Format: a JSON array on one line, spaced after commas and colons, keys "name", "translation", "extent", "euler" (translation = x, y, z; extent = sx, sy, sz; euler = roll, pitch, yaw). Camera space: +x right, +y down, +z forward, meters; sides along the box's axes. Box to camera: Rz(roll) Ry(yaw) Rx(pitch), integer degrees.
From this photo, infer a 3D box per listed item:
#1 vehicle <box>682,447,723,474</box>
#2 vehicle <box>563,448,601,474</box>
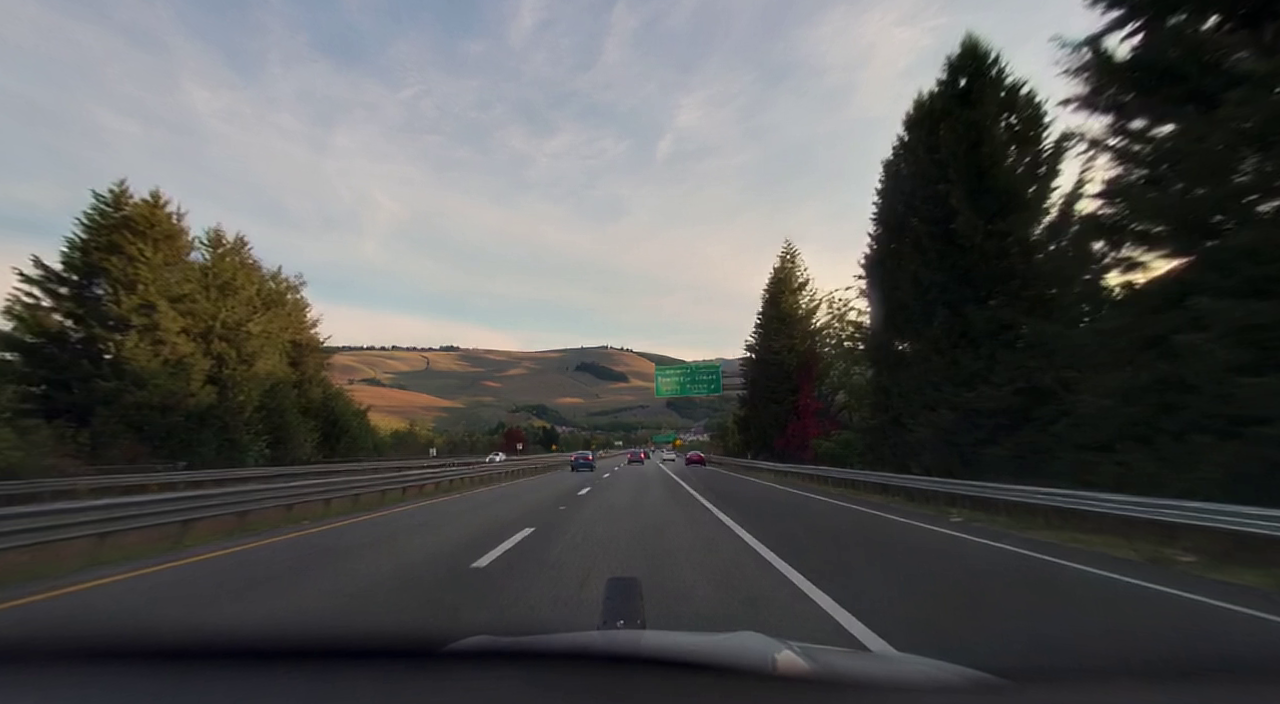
[{"name": "vehicle", "translation": [3.650, 6.453, 37.700], "extent": [2.019, 1.475, 4.301], "euler": [0, -9, 0]}, {"name": "vehicle", "translation": [-3.425, 6.534, 37.955], "extent": [1.955, 1.468, 3.637], "euler": [0, -9, 0]}]
